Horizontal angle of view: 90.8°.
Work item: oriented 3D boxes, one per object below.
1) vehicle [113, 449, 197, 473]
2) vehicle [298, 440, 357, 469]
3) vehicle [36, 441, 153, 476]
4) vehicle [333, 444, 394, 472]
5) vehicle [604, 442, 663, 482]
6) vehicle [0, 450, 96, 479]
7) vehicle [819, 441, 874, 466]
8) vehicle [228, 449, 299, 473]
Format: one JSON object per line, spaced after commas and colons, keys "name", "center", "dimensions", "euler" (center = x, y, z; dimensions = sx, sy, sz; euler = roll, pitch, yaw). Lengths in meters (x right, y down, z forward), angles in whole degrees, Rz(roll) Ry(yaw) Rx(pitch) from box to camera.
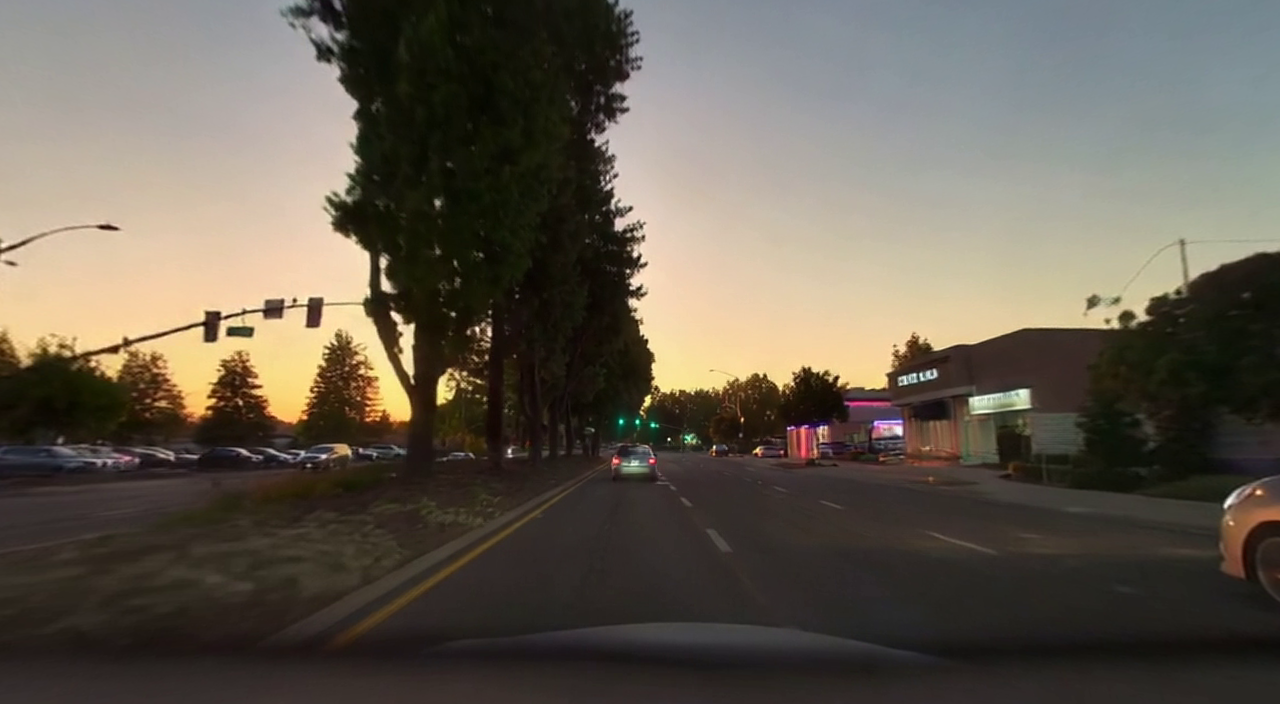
{"name": "vehicle", "center": [-32.909, 7.356, 42.912], "dimensions": [4.303, 1.464, 1.799], "euler": [8, -11, -42]}
{"name": "vehicle", "center": [-24.280, 8.006, 49.294], "dimensions": [2.202, 2.103, 4.899], "euler": [0, -9, -1]}
{"name": "vehicle", "center": [-33.020, 6.412, 38.357], "dimensions": [5.124, 2.003, 2.233], "euler": [8, -11, -42]}
{"name": "vehicle", "center": [-19.490, 7.483, 44.840], "dimensions": [2.129, 1.794, 4.967], "euler": [-2, -8, -1]}
{"name": "vehicle", "center": [-0.277, 4.383, 25.435], "dimensions": [2.185, 1.473, 3.925], "euler": [0, -8, -1]}
{"name": "vehicle", "center": [-32.983, 6.141, 34.584], "dimensions": [4.686, 1.478, 1.801], "euler": [7, -11, -41]}
{"name": "vehicle", "center": [15.709, 7.775, 48.373], "dimensions": [2.377, 1.783, 5.145], "euler": [0, -8, -1]}
{"name": "vehicle", "center": [-24.173, 6.991, 40.753], "dimensions": [1.915, 1.460, 4.717], "euler": [0, -8, -4]}
